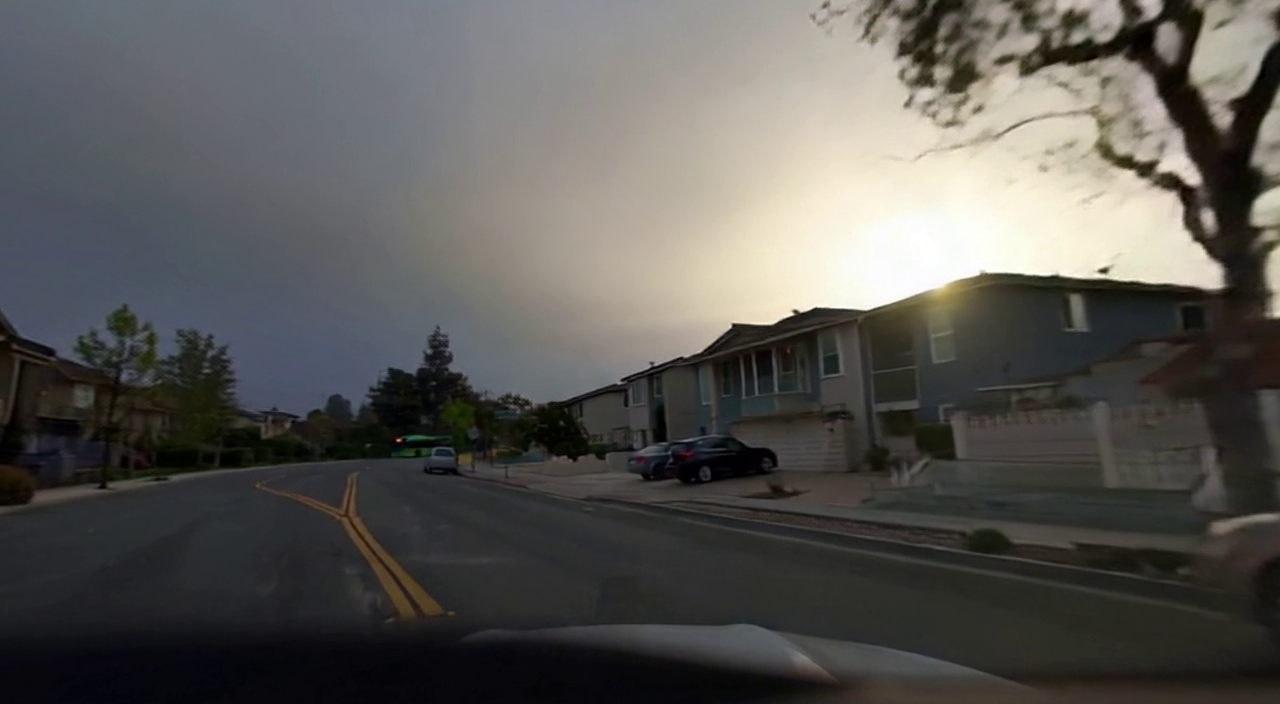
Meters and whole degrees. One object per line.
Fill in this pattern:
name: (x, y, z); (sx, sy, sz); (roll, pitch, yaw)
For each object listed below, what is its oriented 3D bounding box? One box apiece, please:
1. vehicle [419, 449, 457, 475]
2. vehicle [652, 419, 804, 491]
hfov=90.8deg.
vehicle: (-13.163, 7.111, 41.027); (1.984, 1.601, 3.994); (3, -9, -21)
vehicle: (2.842, 3.258, 20.419); (4.431, 1.873, 1.920); (0, -8, -27)
